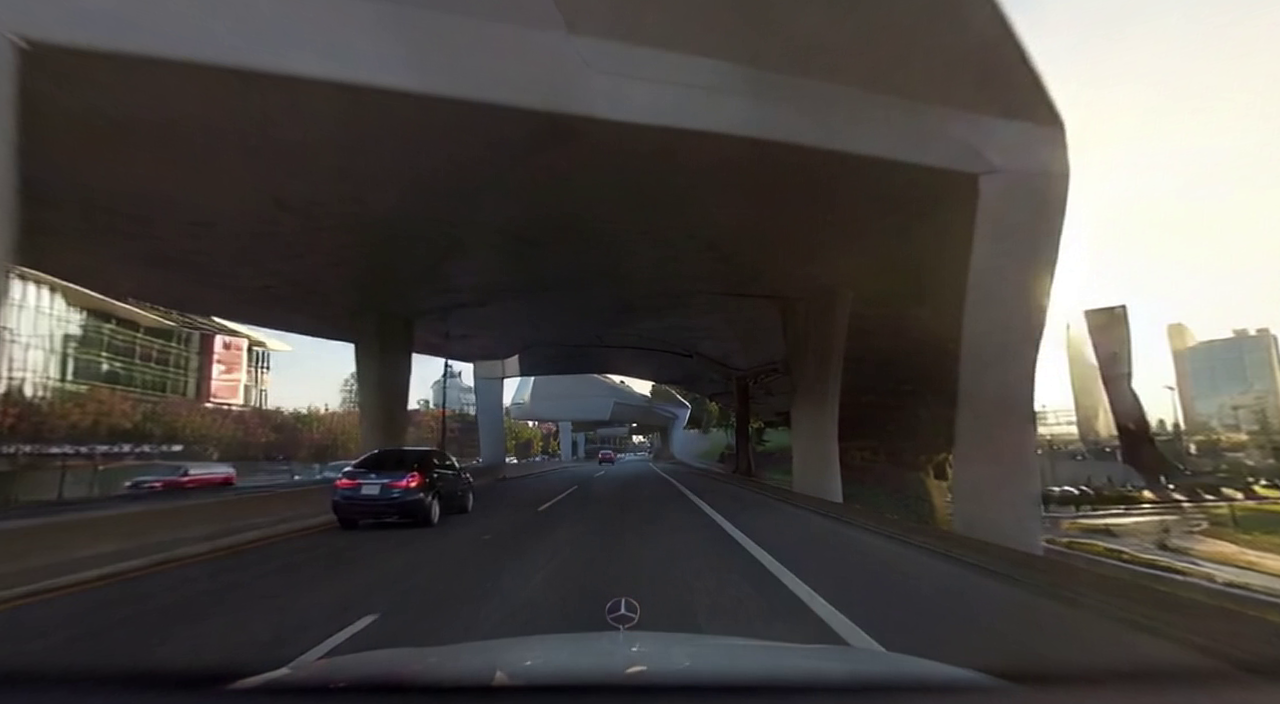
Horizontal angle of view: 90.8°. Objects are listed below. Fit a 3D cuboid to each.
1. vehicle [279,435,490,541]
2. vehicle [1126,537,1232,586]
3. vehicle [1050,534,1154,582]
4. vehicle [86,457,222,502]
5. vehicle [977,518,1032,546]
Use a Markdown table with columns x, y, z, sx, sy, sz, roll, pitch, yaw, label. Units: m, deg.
| x | y | z | sx | sy | sz | roll | pitch | yaw | label |
| --- | --- | --- | --- | --- | --- | --- | --- | --- | --- |
| -4.323 | 2.337 | 11.664 | 1.936 | 1.536 | 4.627 | 0 | -8 | 0 | vehicle |
| 26.541 | 10.320 | 31.298 | 1.914 | 1.715 | 3.814 | -1 | -9 | 2 | vehicle |
| 23.952 | 10.658 | 32.994 | 1.993 | 1.688 | 4.523 | 1 | -9 | 0 | vehicle |
| -21.073 | 5.521 | 27.752 | 1.982 | 1.690 | 4.893 | 0 | -8 | 1 | vehicle |
| 27.121 | 13.379 | 47.102 | 1.685 | 1.470 | 4.006 | 0 | -8 | 0 | vehicle |
